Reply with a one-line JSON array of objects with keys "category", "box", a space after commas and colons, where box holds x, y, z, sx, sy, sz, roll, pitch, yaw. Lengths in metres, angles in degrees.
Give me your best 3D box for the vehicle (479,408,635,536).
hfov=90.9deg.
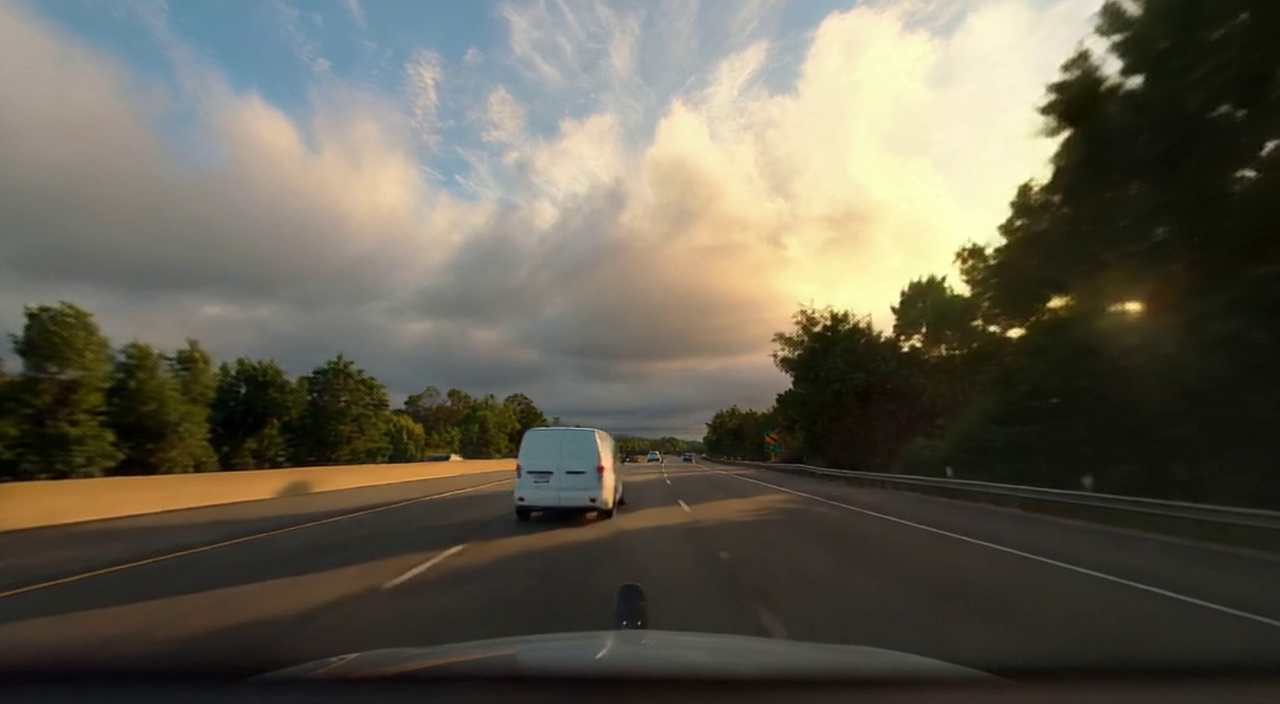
[{"category": "vehicle", "box": [-1.361, 2.330, 12.670, 2.219, 2.033, 4.911, -1, -9, 3]}]
